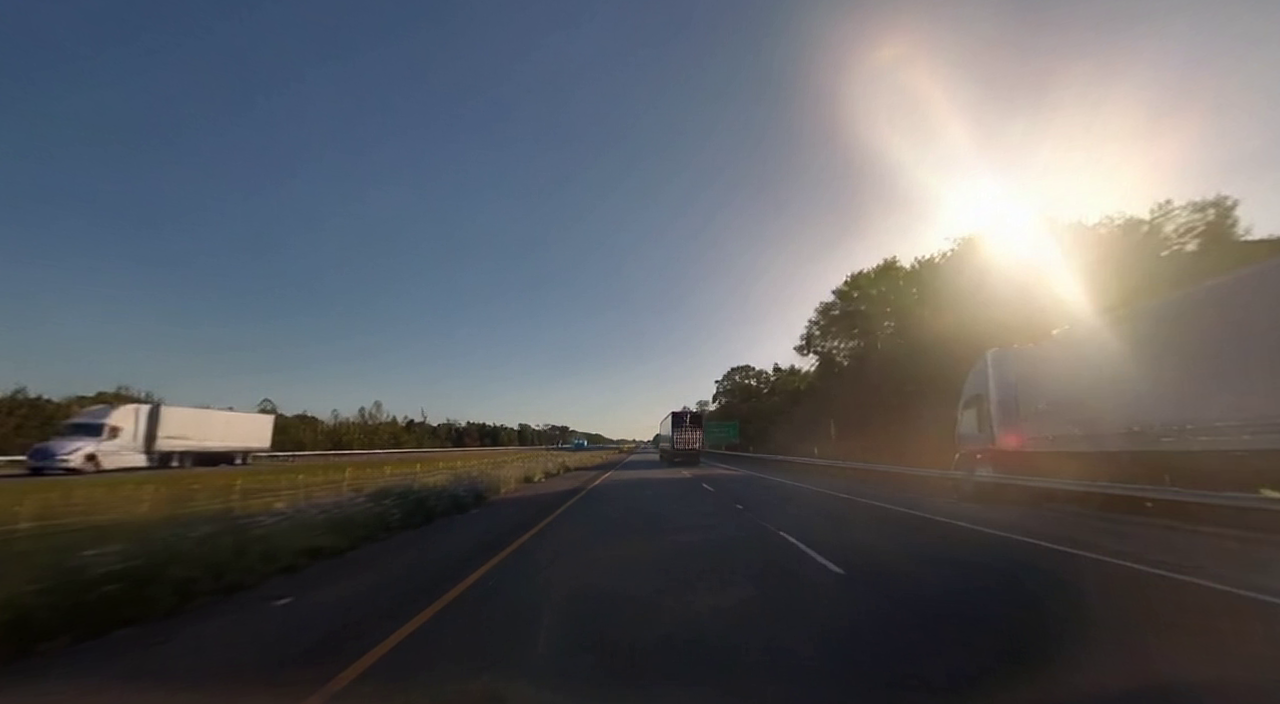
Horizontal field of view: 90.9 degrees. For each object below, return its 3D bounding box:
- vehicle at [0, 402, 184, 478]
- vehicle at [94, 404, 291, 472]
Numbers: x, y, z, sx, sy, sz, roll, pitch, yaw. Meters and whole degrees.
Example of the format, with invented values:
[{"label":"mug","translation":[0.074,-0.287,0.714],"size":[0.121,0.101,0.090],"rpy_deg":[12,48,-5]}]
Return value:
[{"label":"vehicle","translation":[-32.908,5.377,38.469],"size":[3.063,4.018,9.277],"rpy_deg":[0,-8,1]},{"label":"vehicle","translation":[-32.863,6.671,48.200],"size":[2.861,4.219,16.761],"rpy_deg":[0,-8,0]}]
